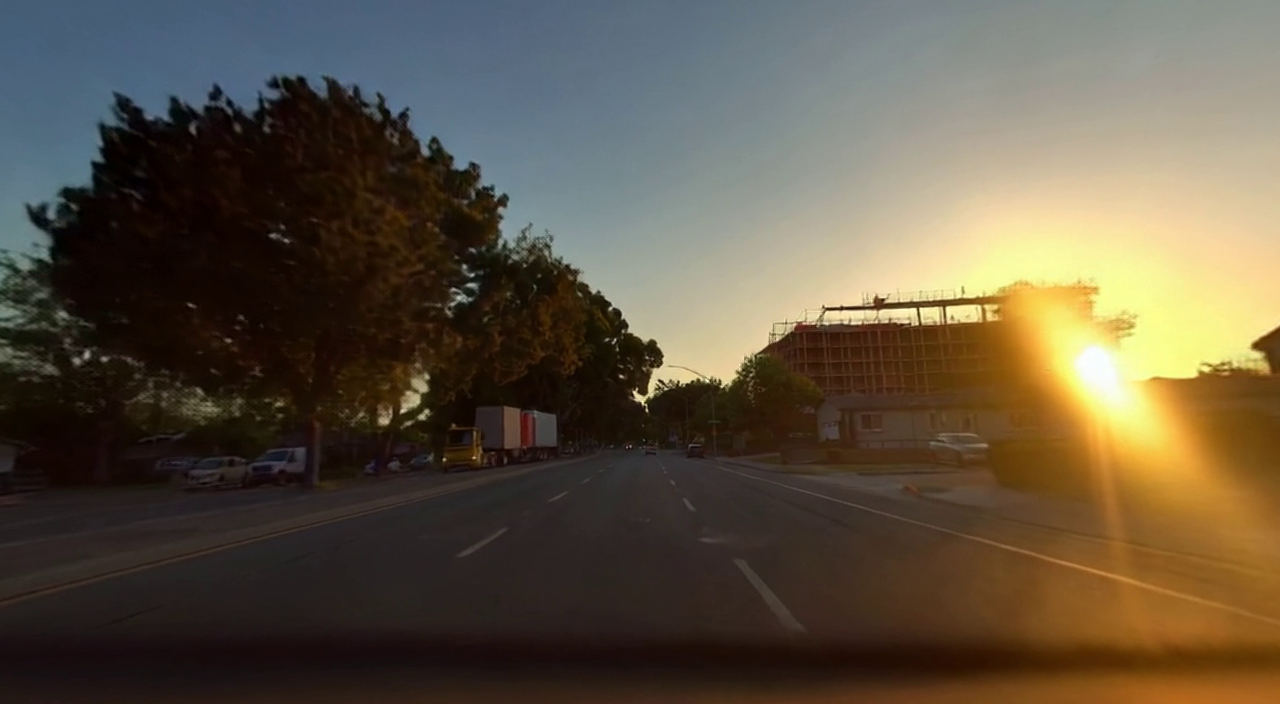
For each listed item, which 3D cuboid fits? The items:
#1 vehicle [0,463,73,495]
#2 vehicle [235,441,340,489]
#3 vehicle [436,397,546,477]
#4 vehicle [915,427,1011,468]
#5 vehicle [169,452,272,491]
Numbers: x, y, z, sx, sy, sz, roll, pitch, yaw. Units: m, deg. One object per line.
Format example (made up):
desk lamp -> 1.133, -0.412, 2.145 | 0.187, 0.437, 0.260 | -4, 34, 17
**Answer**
vehicle -> -33.909, 6.813, 33.765 | 1.848, 1.484, 4.574 | 1, -8, 16
vehicle -> -18.201, 5.802, 32.801 | 2.154, 1.987, 5.836 | -5, -7, 0
vehicle -> -7.346, 4.493, 32.732 | 3.032, 3.524, 9.640 | 0, -8, 2
vehicle -> 16.477, 4.923, 32.462 | 2.021, 1.835, 5.654 | 2, -8, 1
vehicle -> -21.521, 6.115, 32.482 | 2.168, 1.800, 4.603 | 0, -8, -2
